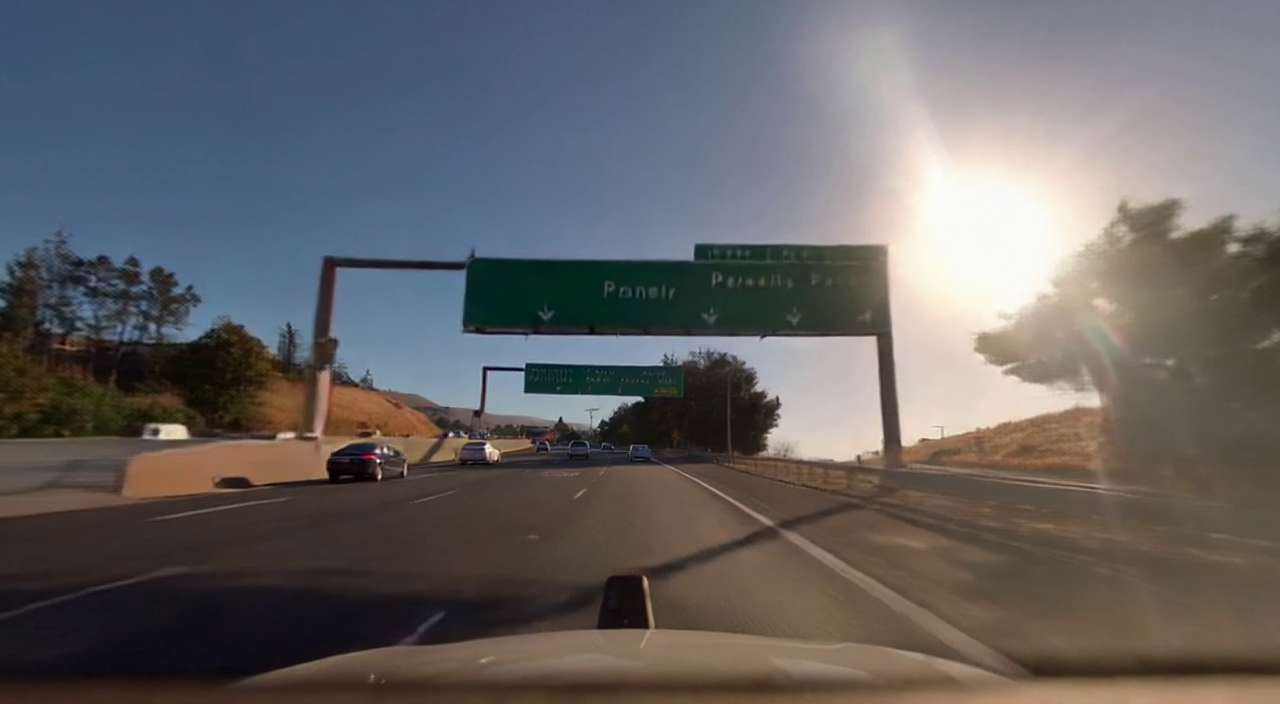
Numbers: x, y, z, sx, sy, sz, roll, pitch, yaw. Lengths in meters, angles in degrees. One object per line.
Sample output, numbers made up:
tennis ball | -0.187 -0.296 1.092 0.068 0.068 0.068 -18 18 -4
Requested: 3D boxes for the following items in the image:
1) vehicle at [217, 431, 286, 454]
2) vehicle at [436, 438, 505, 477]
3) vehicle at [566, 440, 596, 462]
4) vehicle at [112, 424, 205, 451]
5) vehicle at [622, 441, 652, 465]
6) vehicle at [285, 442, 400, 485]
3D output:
vehicle | -26.175 6.124 42.713 1.902 1.473 4.341 0 -8 0
vehicle | -7.654 4.785 28.911 2.086 1.628 4.039 0 -8 -1
vehicle | -4.540 7.694 49.211 1.991 1.610 4.606 0 -8 -1
vehicle | -33.882 6.059 44.606 2.162 1.766 5.668 0 -8 -1
vehicle | -0.258 6.599 41.312 1.881 1.460 3.694 0 -8 -2
vehicle | -11.145 4.185 24.106 1.935 1.474 5.033 0 -8 0
